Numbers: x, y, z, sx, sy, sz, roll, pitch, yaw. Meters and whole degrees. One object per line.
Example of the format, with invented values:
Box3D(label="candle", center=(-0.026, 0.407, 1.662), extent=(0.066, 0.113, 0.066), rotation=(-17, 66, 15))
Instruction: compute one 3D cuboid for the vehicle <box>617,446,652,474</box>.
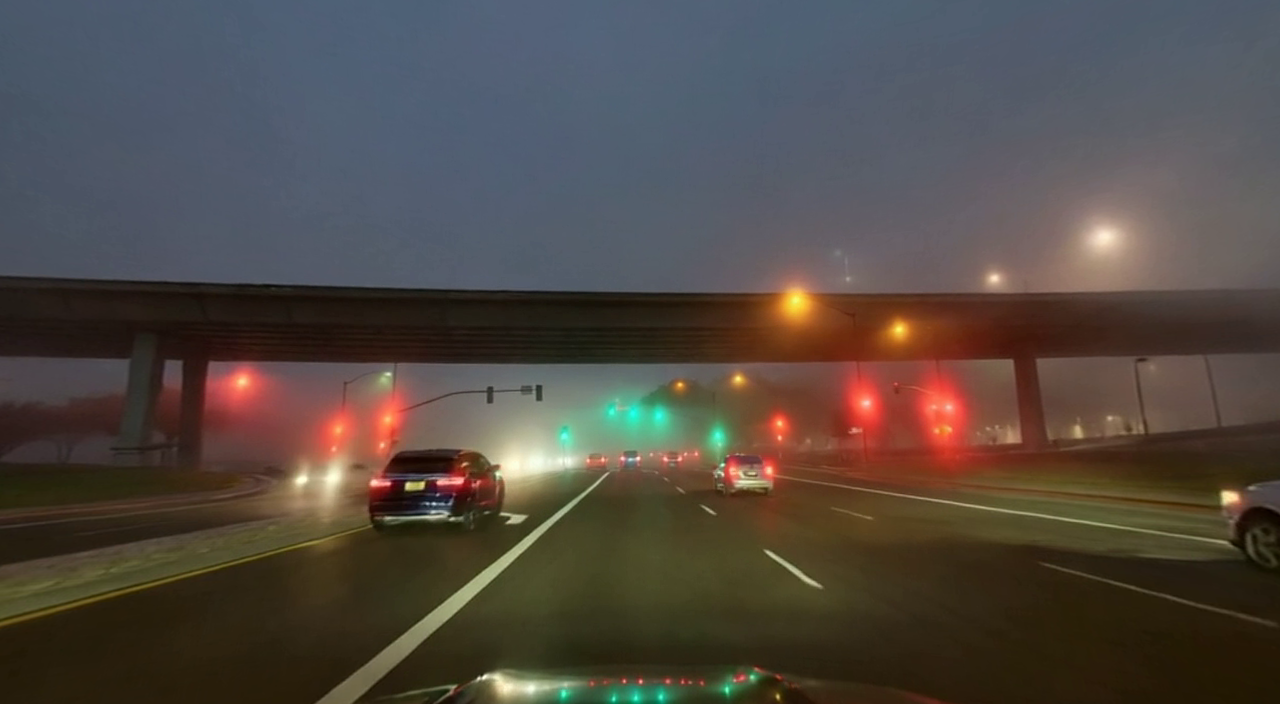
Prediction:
Box3D(label="vehicle", center=(-0.375, 7.131, 41.710), extent=(2.172, 1.694, 4.055), rotation=(0, -9, 0))

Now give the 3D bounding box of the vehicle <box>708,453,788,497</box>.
Box3D(label="vehicle", center=(3.831, 4.445, 23.095), extent=(2.156, 1.404, 4.120), rotation=(0, -9, -1))

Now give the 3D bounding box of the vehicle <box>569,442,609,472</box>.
Box3D(label="vehicle", center=(-3.641, 7.644, 45.976), extent=(2.485, 2.012, 5.498), rotation=(0, -9, 0))

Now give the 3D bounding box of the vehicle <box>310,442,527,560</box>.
Box3D(label="vehicle", center=(-3.229, 2.231, 10.186), extent=(2.111, 1.506, 4.018), rotation=(0, -9, -1))
